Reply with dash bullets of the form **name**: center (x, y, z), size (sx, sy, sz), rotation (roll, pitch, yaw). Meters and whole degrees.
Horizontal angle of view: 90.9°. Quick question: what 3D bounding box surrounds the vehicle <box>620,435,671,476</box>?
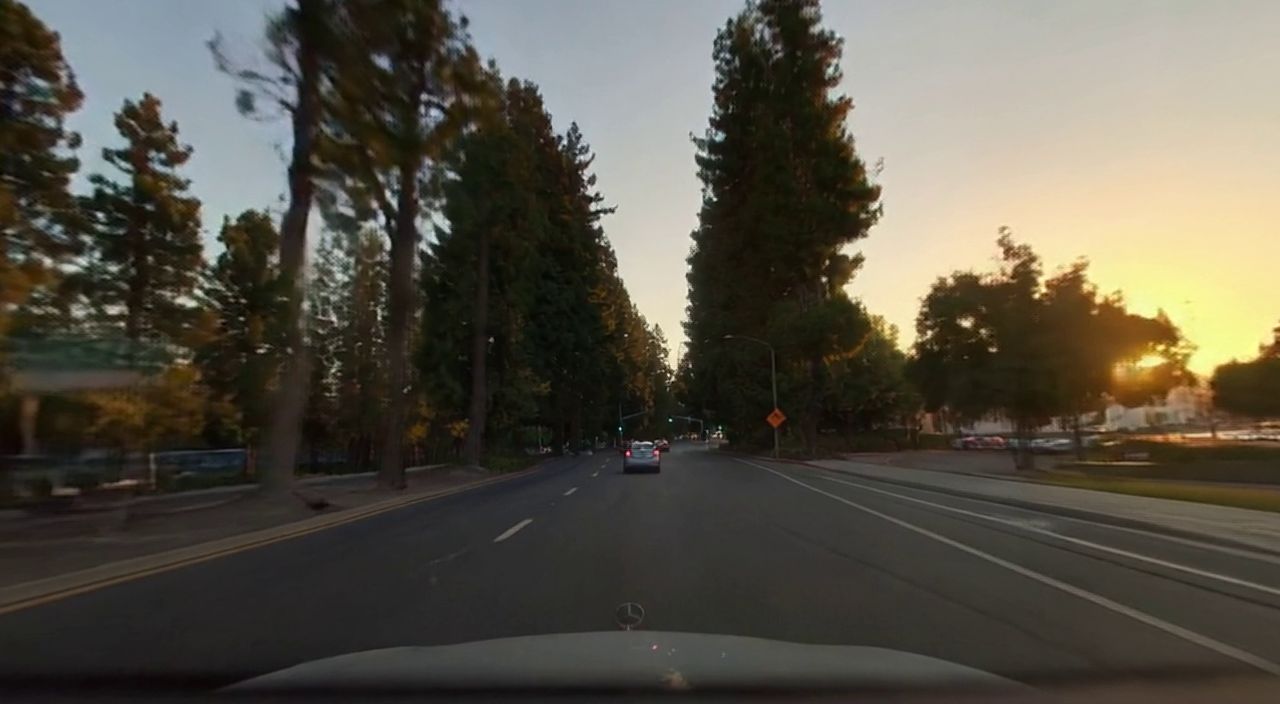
- **vehicle**: center (0.165, 4.649, 28.383), size (2.135, 1.691, 3.884), rotation (0, -9, -2)
